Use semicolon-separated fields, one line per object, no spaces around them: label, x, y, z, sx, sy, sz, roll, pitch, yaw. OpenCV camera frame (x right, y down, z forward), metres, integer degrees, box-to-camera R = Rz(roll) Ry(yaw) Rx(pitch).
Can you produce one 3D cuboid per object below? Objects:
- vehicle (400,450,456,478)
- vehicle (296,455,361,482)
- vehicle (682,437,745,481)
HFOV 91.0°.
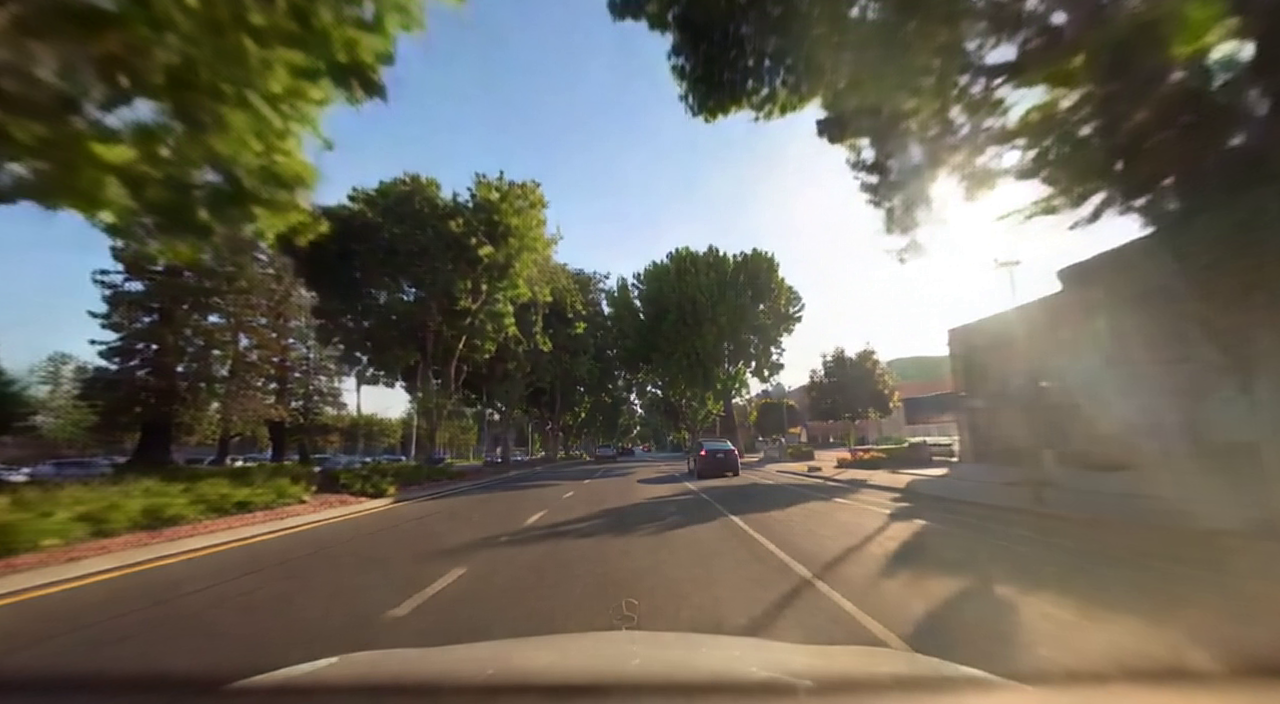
vehicle;-12.807;6.773;38.284;1.921;1.520;4.231;0;-8;0
vehicle;-19.848;7.414;40.330;1.881;1.497;4.488;0;-8;0
vehicle;3.073;4.563;27.158;2.083;1.743;4.354;0;-8;-1
